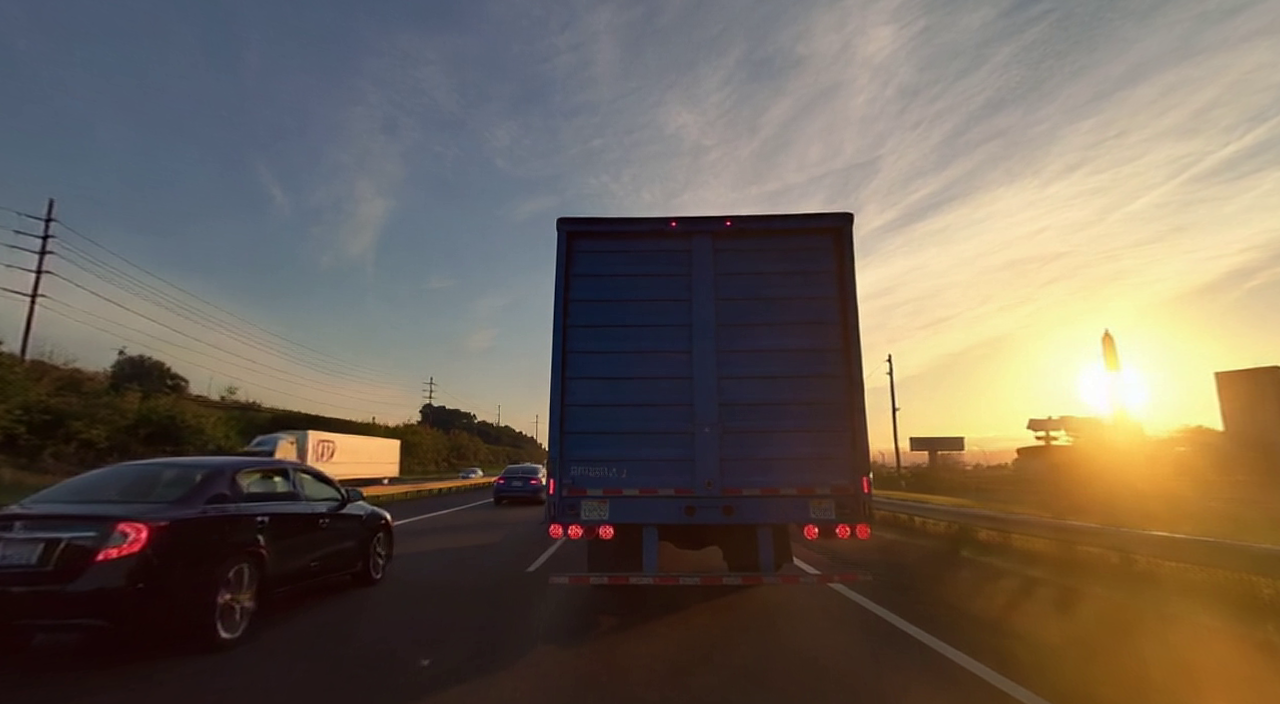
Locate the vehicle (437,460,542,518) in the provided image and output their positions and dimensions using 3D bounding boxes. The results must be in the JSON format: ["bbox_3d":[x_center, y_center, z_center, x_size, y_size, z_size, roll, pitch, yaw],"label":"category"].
[{"bbox_3d":[-4.287,3.980,18.697,1.891,1.469,4.431,0,-10,1],"label":"vehicle"}]

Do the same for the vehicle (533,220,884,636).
[{"bbox_3d":[0.700,1.325,9.685,2.831,3.529,8.689,0,-11,2],"label":"vehicle"}]

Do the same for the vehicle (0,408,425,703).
[{"bbox_3d":[-3.838,1.515,5.601,1.983,1.575,4.973,0,-10,1],"label":"vehicle"}]
